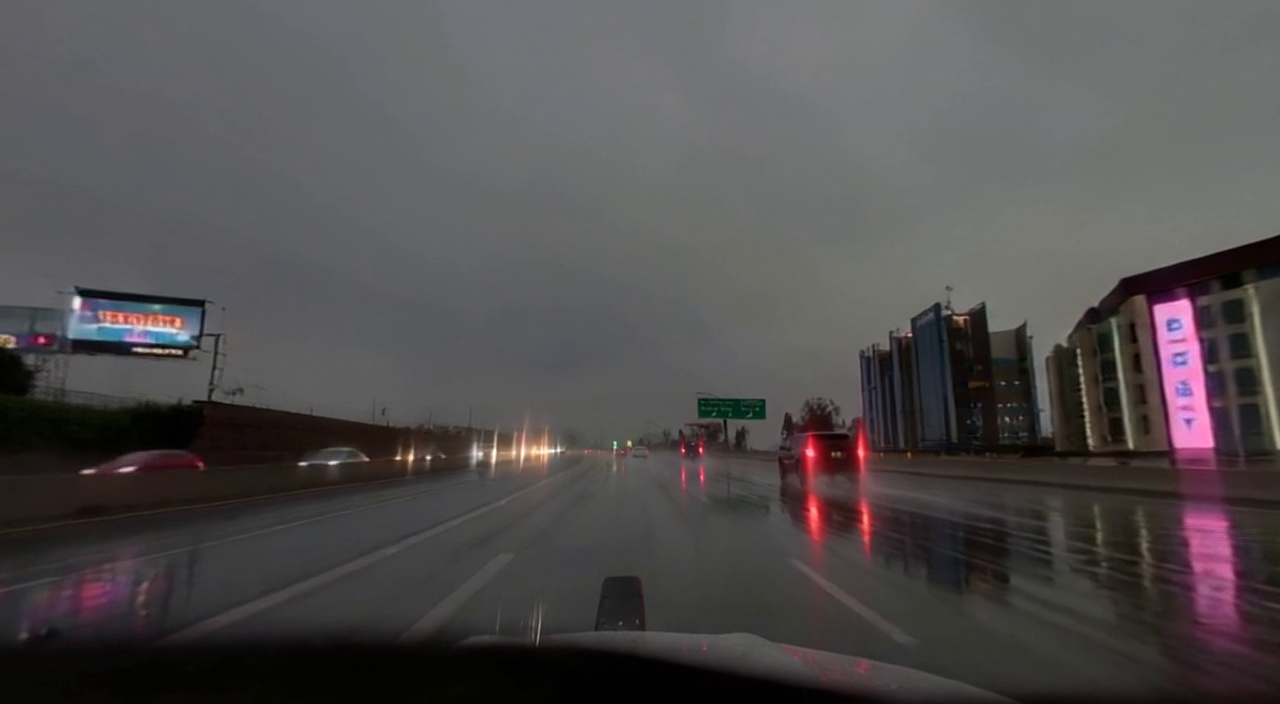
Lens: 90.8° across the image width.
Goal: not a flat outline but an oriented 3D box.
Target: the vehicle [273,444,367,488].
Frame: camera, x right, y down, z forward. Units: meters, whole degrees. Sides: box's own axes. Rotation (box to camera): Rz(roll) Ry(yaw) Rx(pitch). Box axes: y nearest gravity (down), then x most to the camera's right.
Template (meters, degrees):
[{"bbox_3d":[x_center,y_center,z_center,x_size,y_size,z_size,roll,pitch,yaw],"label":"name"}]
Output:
[{"bbox_3d":[-13.271,4.700,26.460,1.828,1.562,4.063,-2,-8,0],"label":"vehicle"}]

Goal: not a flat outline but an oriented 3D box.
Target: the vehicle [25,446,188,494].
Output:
[{"bbox_3d":[-20.512,4.530,24.677,2.089,1.643,4.979,0,-9,-1],"label":"vehicle"}]

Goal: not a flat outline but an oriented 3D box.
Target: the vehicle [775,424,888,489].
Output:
[{"bbox_3d":[6.446,3.589,22.011,2.181,1.952,4.973,0,-9,-2],"label":"vehicle"}]
